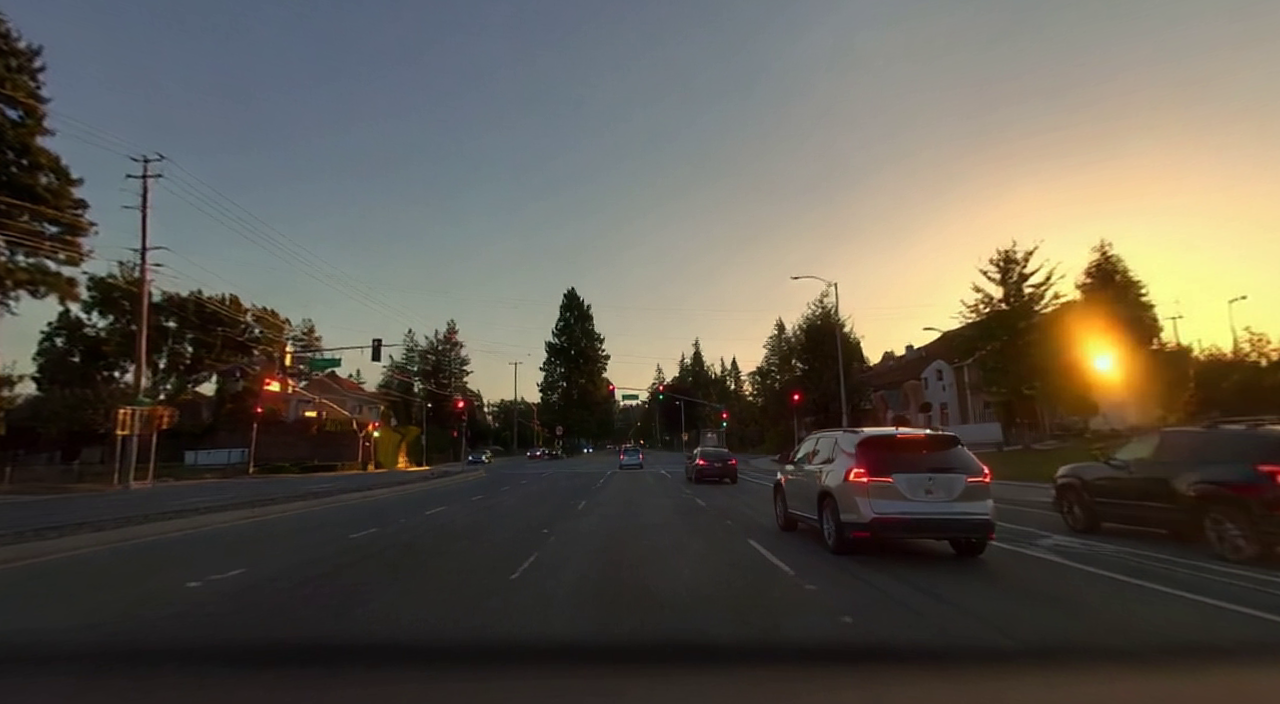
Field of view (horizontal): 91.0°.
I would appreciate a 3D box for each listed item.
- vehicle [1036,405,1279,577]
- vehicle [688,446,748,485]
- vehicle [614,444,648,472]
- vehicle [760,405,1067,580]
[{"bbox_3d":[7.621,1.652,7.964,2.172,1.745,4.608,0,-9,0],"label":"vehicle"},{"bbox_3d":[3.115,4.615,26.011,1.889,1.451,4.180,0,-9,-1],"label":"vehicle"},{"bbox_3d":[-0.646,6.952,41.494,2.146,1.685,4.003,0,-9,-2],"label":"vehicle"},{"bbox_3d":[3.238,1.783,8.790,2.129,1.761,4.610,0,-9,-1],"label":"vehicle"}]
